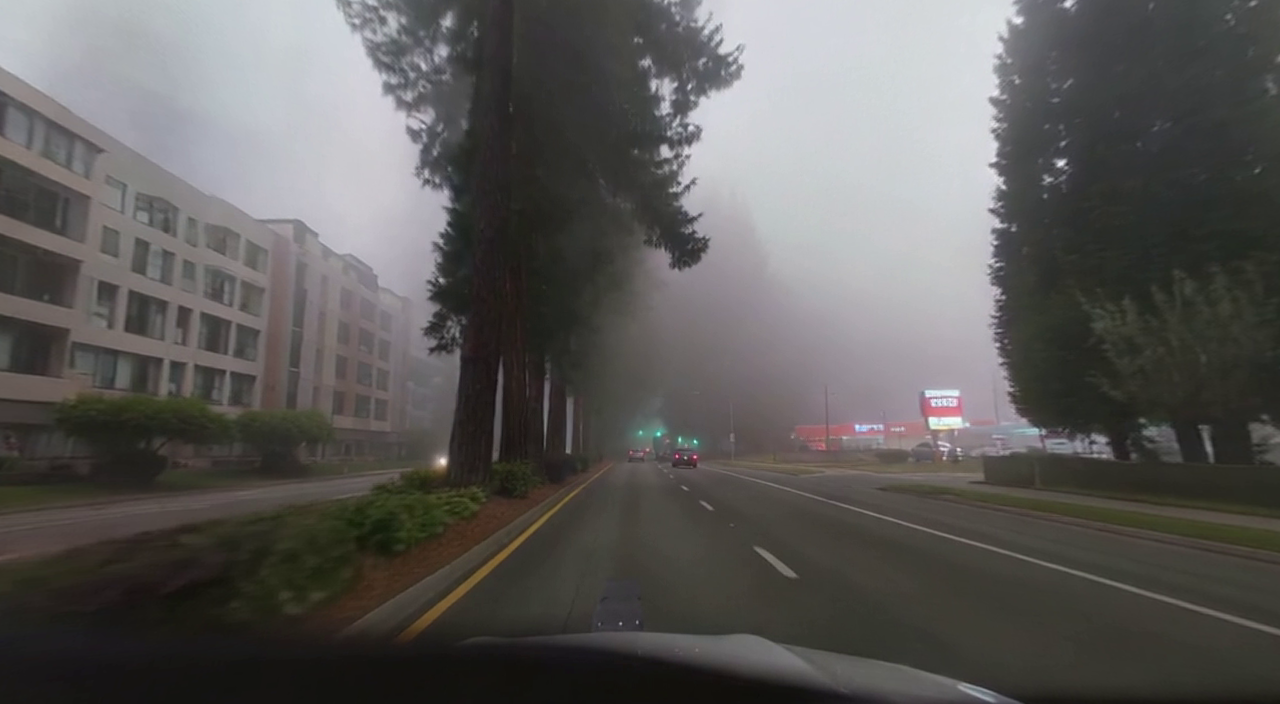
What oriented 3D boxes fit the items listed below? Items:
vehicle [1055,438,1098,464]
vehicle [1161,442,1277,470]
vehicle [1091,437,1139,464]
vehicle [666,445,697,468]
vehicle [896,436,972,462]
[{"bbox_3d":[34.155,7.692,49.524,2.181,1.901,4.222,-4,-9,28],"label":"vehicle"},{"bbox_3d":[34.872,6.204,38.175,1.853,1.552,4.707,4,-9,-30],"label":"vehicle"},{"bbox_3d":[36.738,7.612,48.981,2.160,1.948,4.256,-3,-9,27],"label":"vehicle"},{"bbox_3d":[3.156,8.078,49.066,2.041,1.531,4.236,1,-8,-1],"label":"vehicle"},{"bbox_3d":[20.619,6.822,44.420,4.210,1.727,2.227,1,-8,-8],"label":"vehicle"}]
